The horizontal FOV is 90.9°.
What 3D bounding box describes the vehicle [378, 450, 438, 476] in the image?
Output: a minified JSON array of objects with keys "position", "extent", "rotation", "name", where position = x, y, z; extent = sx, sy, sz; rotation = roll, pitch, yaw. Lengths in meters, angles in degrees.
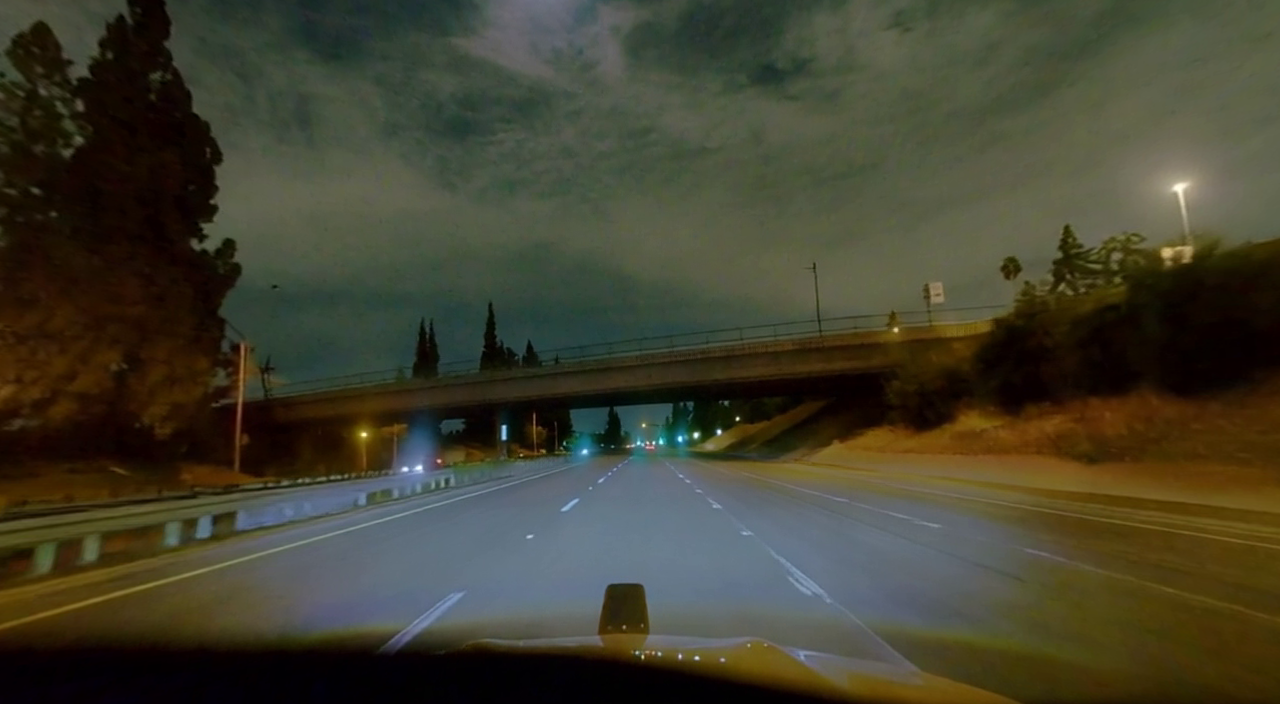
[{"position":[-14.321,6.868,39.188],"extent":[1.983,1.461,4.542],"rotation":[0,-8,1],"name":"vehicle"}]
